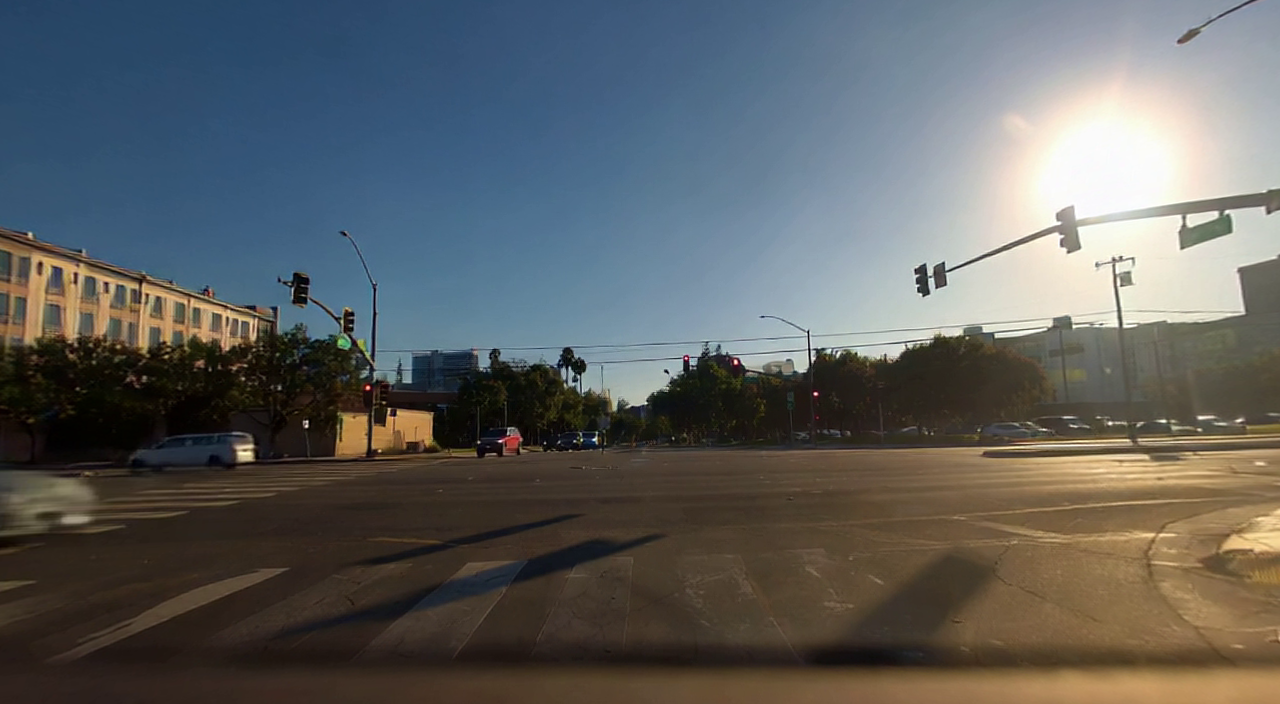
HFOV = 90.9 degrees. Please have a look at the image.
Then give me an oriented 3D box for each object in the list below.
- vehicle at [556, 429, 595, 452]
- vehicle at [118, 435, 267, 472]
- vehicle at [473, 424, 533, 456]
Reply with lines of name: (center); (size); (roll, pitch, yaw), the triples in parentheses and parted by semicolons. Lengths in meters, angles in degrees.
vehicle: (-4.391, 6.171, 43.772); (1.919, 1.467, 4.086); (-1, -9, 5)
vehicle: (-18.263, 4.153, 25.945); (4.510, 1.431, 1.884); (1, -9, -10)
vehicle: (-8.491, 5.552, 39.614); (2.000, 1.864, 5.044); (-1, -9, 9)
